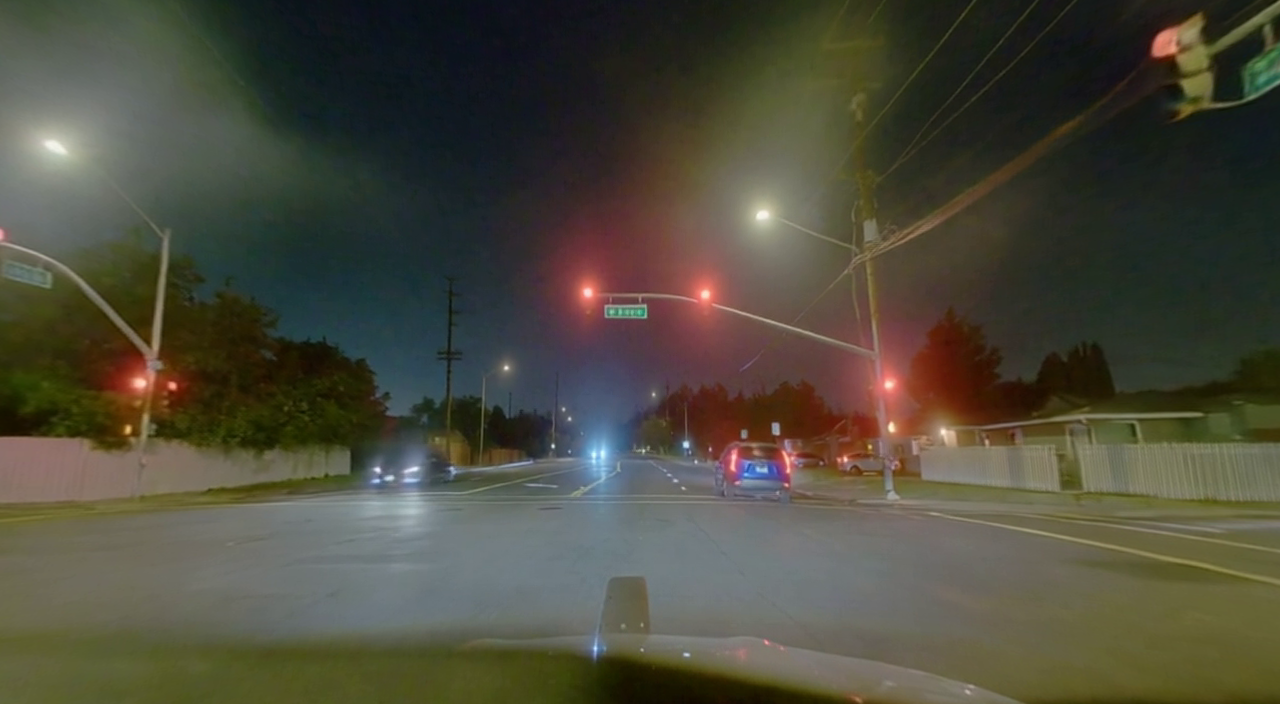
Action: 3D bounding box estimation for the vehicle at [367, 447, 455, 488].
[{"bbox_3d":[-10.191,5.157,28.487,2.241,1.620,4.511,-2,-9,1],"label":"vehicle"}]

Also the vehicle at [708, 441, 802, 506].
[{"bbox_3d":[3.576,3.867,20.655,2.144,1.843,4.827,0,-9,0],"label":"vehicle"}]

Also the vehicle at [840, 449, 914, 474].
[{"bbox_3d":[15.541,7.196,41.487,4.135,1.558,1.929,0,-8,3],"label":"vehicle"}]
